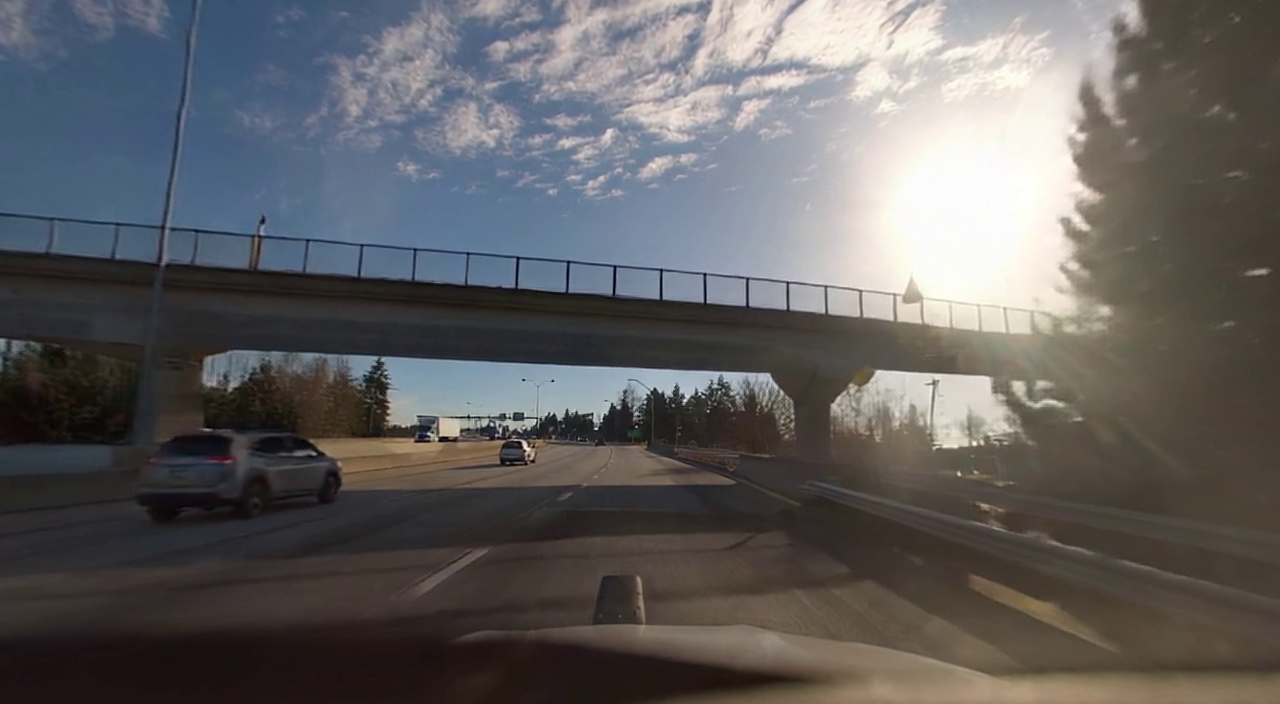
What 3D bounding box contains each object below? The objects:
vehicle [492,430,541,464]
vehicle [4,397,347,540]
[{"bbox_3d":[-7.319,5.666,37.657,1.956,1.888,4.512,0,-8,1],"label":"vehicle"},{"bbox_3d":[-7.355,1.886,10.867,2.188,1.896,4.810,0,-8,1],"label":"vehicle"}]
